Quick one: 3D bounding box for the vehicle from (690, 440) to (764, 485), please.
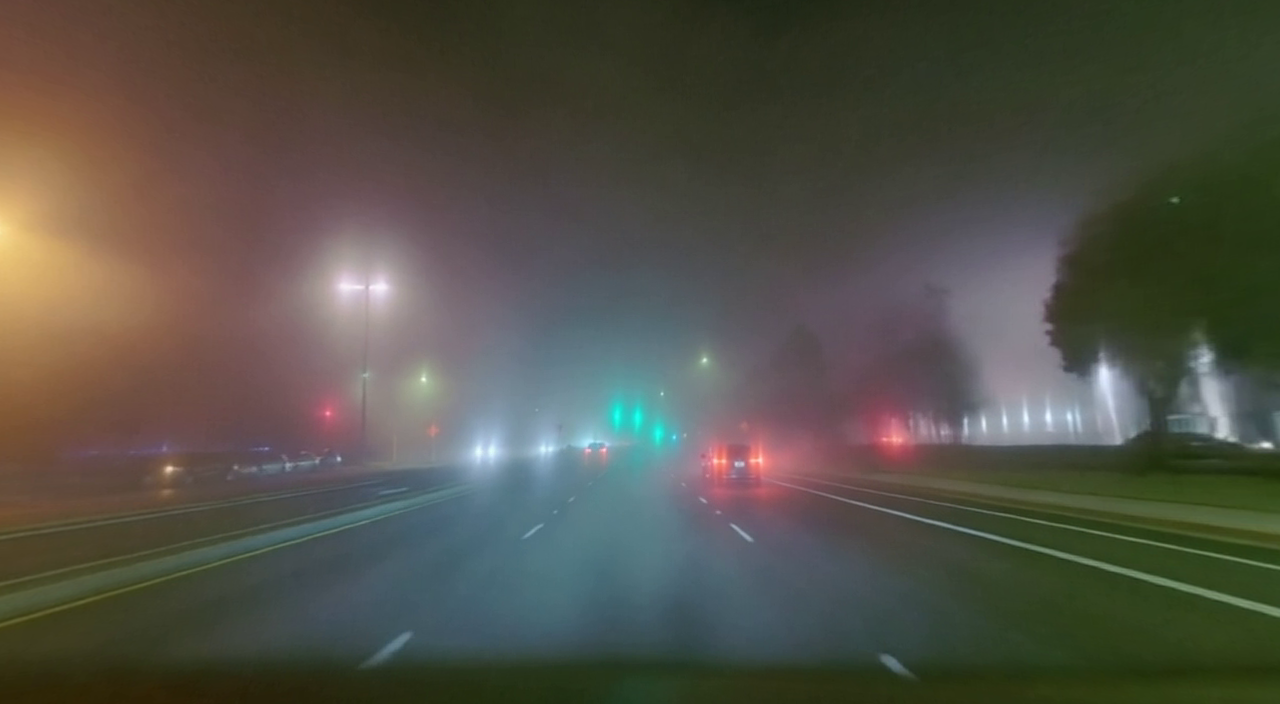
[{"bbox_3d":[3.054,3.975,23.065,1.966,1.449,4.290,0,-8,-2],"label":"vehicle"}]

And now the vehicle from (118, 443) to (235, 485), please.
[{"bbox_3d":[-22.374,5.387,30.804,2.139,1.833,4.686,0,-8,0],"label":"vehicle"}]

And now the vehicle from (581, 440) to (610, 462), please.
[{"bbox_3d":[-3.472,7.770,49.835,1.935,1.617,4.045,0,-8,0],"label":"vehicle"}]

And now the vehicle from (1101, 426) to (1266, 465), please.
[{"bbox_3d":[21.850,3.790,25.551,4.748,1.451,2.089,0,-9,-1],"label":"vehicle"}]

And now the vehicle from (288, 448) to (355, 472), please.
[{"bbox_3d":[-22.419,7.616,44.776,2.098,1.510,5.072,0,-8,0],"label":"vehicle"}]

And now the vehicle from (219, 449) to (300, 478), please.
[{"bbox_3d":[-22.413,6.560,37.436,1.865,1.507,4.631,0,-8,0],"label":"vehicle"}]
